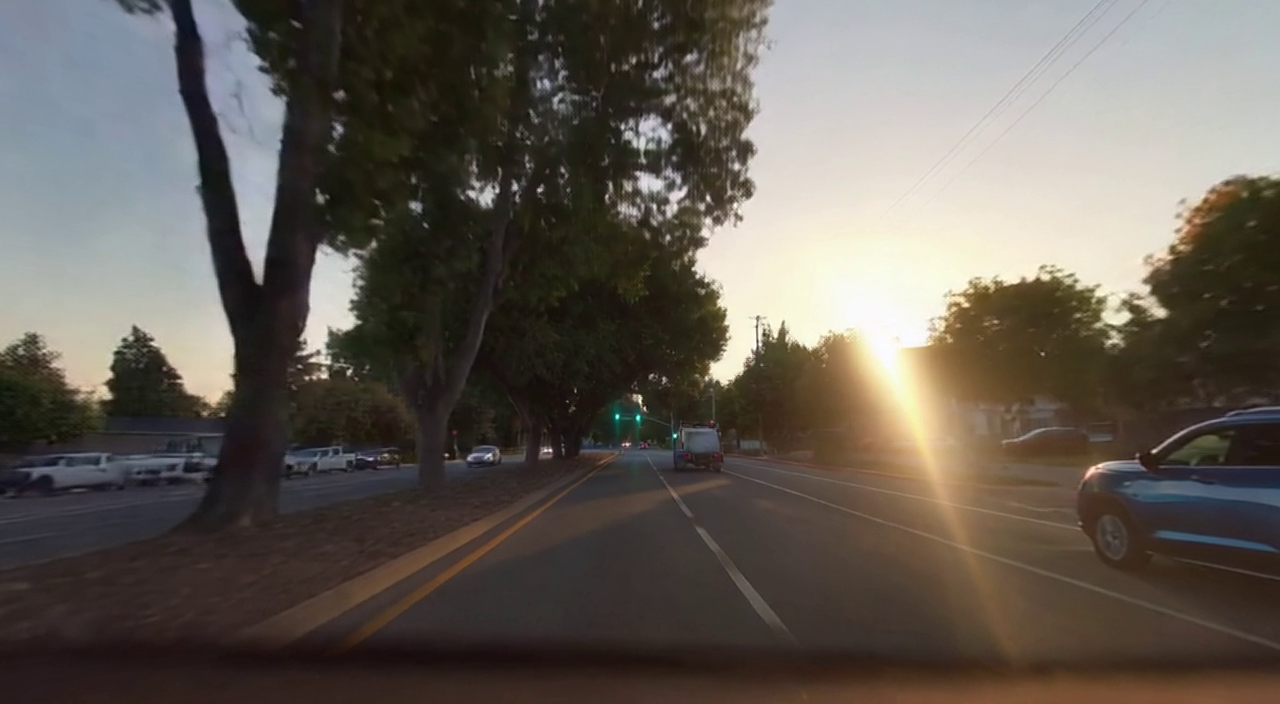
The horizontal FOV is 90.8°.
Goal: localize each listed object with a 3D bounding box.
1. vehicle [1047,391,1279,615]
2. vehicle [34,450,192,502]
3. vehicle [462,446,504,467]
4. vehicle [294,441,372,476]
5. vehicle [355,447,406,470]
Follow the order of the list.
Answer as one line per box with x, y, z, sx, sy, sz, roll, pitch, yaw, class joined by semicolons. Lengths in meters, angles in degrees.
6.072;1.252;5.413;2.012;1.754;4.635;0;-8;0;vehicle
-19.573;4.579;23.802;1.985;1.667;4.622;0;-8;-1;vehicle
-11.698;7.787;47.406;1.888;1.480;4.644;0;-8;0;vehicle
-19.680;6.819;40.805;2.281;2.035;5.418;0;-8;0;vehicle
-19.609;8.058;47.936;2.060;1.665;4.282;0;-8;-1;vehicle
